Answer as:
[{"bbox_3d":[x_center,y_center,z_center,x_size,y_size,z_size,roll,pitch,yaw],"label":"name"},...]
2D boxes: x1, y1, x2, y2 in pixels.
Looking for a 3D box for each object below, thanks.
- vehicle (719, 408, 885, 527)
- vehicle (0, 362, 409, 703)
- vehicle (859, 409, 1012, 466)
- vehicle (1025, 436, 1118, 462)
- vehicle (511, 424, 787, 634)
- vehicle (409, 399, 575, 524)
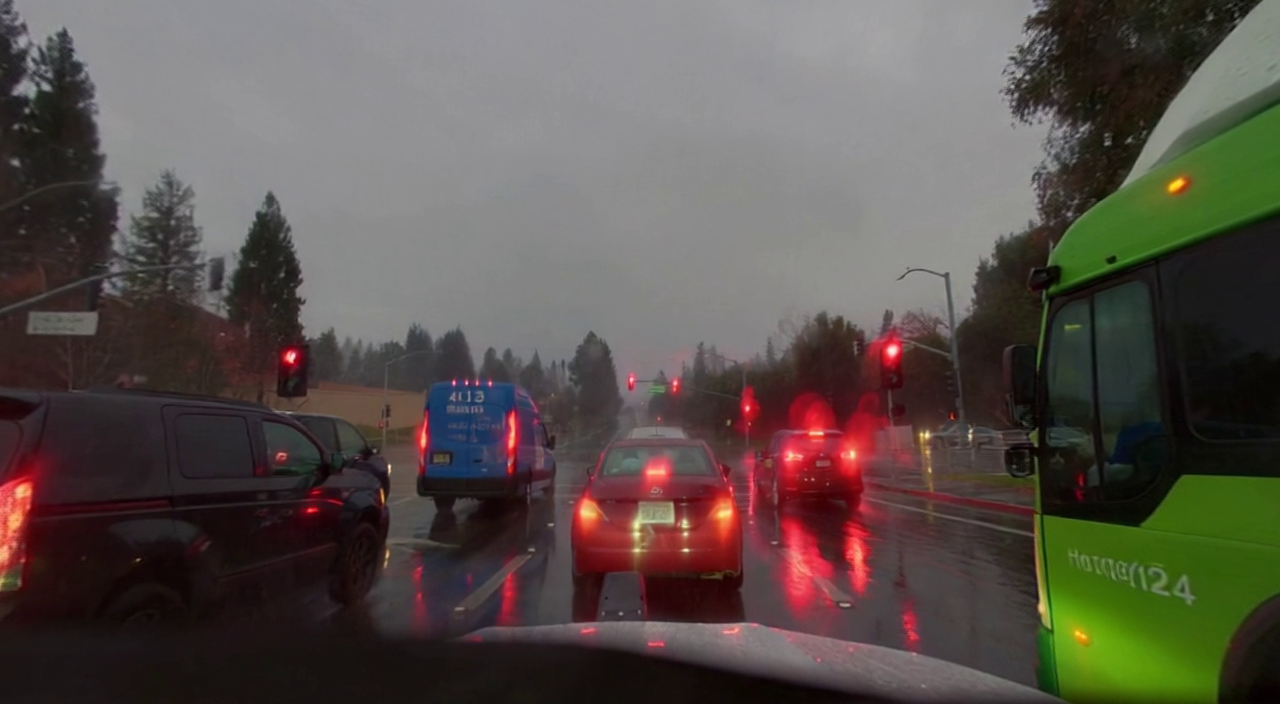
[{"bbox_3d":[3.142,2.398,13.666,2.143,2.036,5.367,0,-8,0],"label":"vehicle"},{"bbox_3d":[-3.411,1.181,4.627,1.921,1.701,3.989,0,-8,0],"label":"vehicle"},{"bbox_3d":[17.584,5.138,37.926,7.839,3.213,2.628,0,-8,-3],"label":"vehicle"},{"bbox_3d":[25.878,5.819,37.988,4.229,1.489,1.794,0,-9,-1],"label":"vehicle"},{"bbox_3d":[0.061,1.548,6.427,1.976,1.485,3.624,0,-8,0],"label":"vehicle"},{"bbox_3d":[-2.929,2.354,13.987,2.335,2.221,5.165,0,-8,1],"label":"vehicle"}]
